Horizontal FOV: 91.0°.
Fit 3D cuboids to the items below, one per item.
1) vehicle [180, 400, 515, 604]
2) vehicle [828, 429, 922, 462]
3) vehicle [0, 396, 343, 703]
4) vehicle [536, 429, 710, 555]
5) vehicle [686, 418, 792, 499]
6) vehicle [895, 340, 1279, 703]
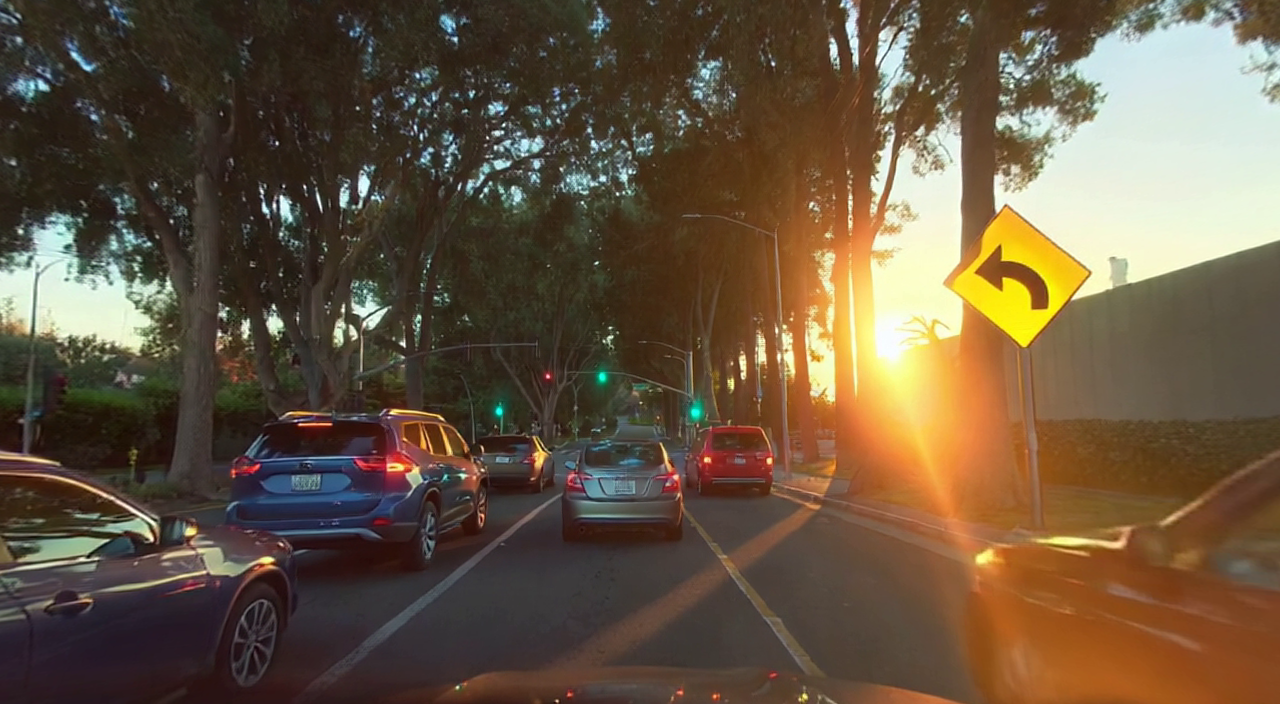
[{"bbox_3d":[-2.891,1.572,7.446,1.964,1.712,4.097,0,-8,0],"label":"vehicle"},{"bbox_3d":[11.390,4.563,30.685,3.883,1.534,1.779,0,-8,2],"label":"vehicle"},{"bbox_3d":[-2.927,0.842,1.621,1.974,1.484,4.716,0,-8,1],"label":"vehicle"},{"bbox_3d":[-0.245,1.921,9.338,2.025,1.453,3.848,0,-8,-2],"label":"vehicle"},{"bbox_3d":[2.459,2.808,16.871,2.059,1.864,4.541,0,-8,-1],"label":"vehicle"},{"bbox_3d":[2.529,0.693,1.200,2.116,1.497,4.652,0,-8,0],"label":"vehicle"}]
